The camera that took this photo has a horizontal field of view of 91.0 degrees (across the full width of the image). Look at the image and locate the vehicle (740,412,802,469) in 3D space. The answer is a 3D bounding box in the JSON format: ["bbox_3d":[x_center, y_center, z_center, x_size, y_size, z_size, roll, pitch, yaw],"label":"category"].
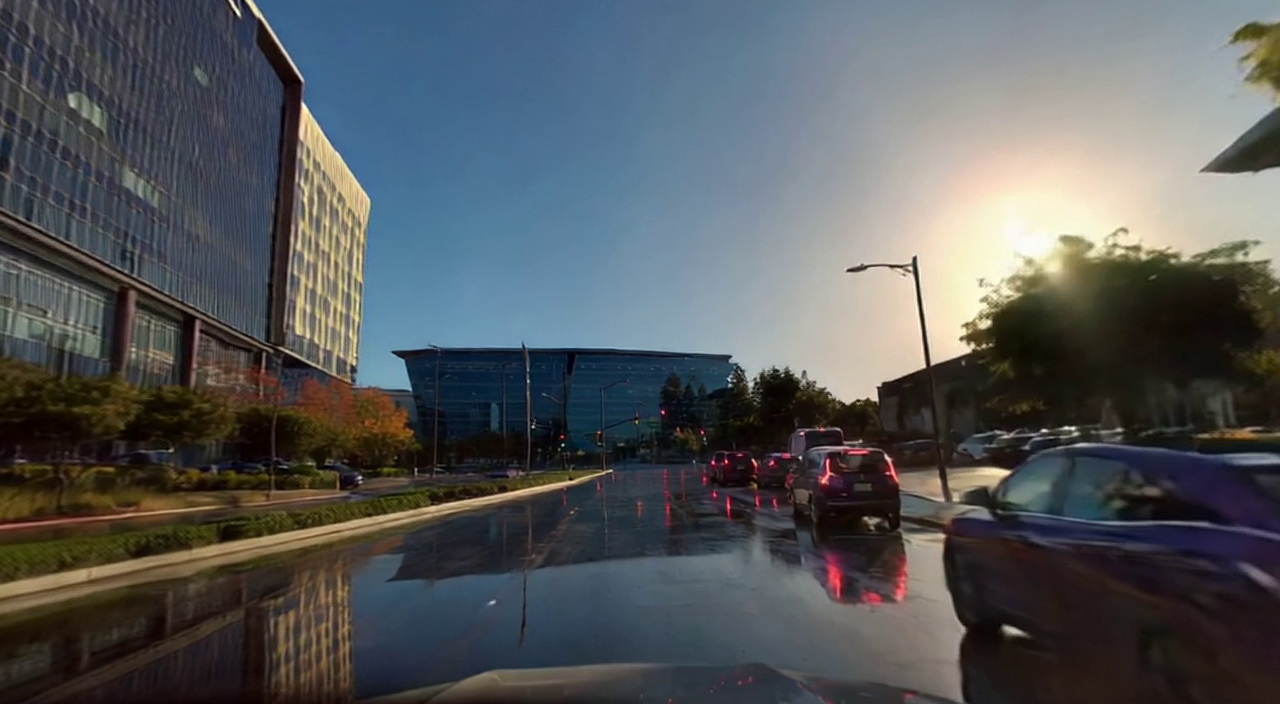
[{"bbox_3d":[9.379,6.626,46.760,3.128,3.616,13.736,-1,-9,6],"label":"vehicle"}]

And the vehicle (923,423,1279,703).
[{"bbox_3d":[3.250,1.192,3.434,2.032,1.490,3.871,-1,-9,8],"label":"vehicle"}]

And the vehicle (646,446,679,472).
[{"bbox_3d":[1.632,7.433,44.066,2.121,1.728,4.161,-1,-9,5],"label":"vehicle"}]

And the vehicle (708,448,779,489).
[{"bbox_3d":[4.286,4.872,26.697,2.183,1.553,3.923,0,-9,-2],"label":"vehicle"}]

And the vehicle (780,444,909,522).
[{"bbox_3d":[4.829,3.108,15.697,2.089,1.609,4.922,-1,-9,7],"label":"vehicle"}]
